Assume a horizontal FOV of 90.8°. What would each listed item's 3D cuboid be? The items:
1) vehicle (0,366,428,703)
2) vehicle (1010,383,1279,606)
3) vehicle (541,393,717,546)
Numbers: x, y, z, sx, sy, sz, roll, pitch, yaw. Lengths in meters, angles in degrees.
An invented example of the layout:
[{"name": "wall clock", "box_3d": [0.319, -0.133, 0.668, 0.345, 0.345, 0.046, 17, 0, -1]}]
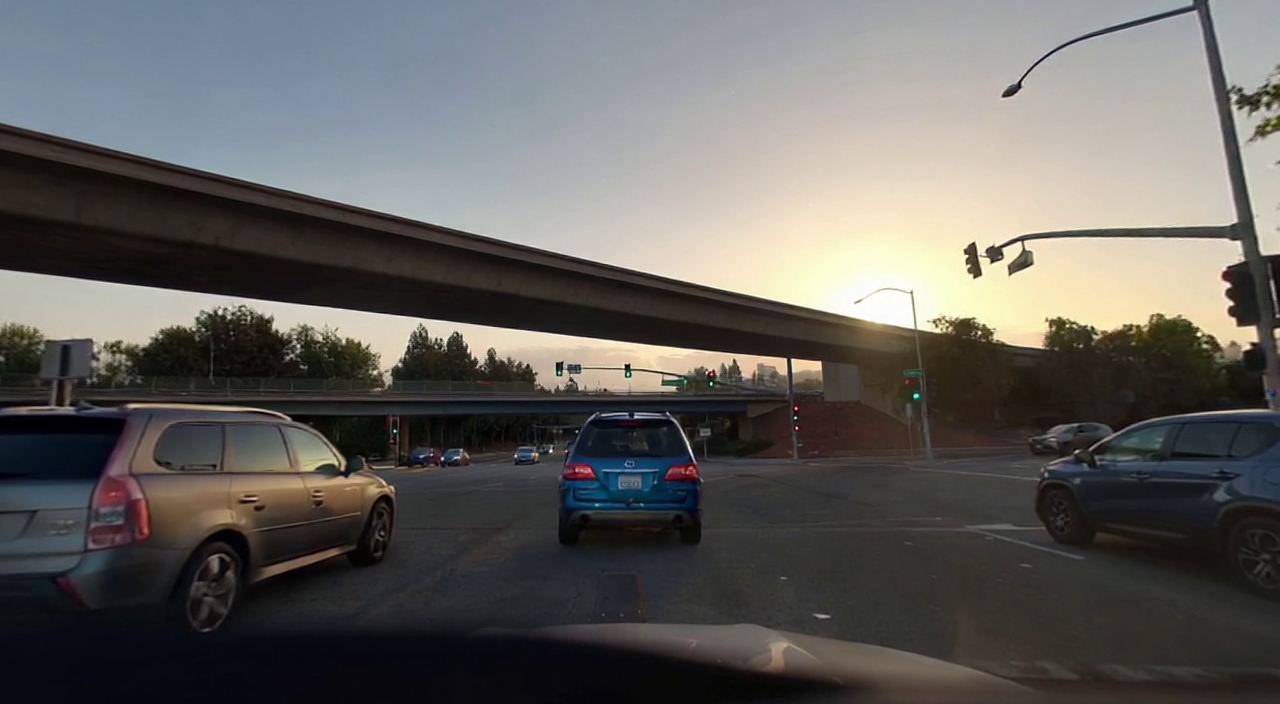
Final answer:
[{"name": "vehicle", "box_3d": [-3.736, 1.297, 5.627, 2.060, 1.768, 4.681, 0, -8, 0]}, {"name": "vehicle", "box_3d": [6.230, 1.374, 6.618, 2.074, 1.785, 4.320, 0, -8, 0]}, {"name": "vehicle", "box_3d": [-0.225, 1.912, 10.874, 2.342, 2.026, 4.642, 0, -8, -2]}]
